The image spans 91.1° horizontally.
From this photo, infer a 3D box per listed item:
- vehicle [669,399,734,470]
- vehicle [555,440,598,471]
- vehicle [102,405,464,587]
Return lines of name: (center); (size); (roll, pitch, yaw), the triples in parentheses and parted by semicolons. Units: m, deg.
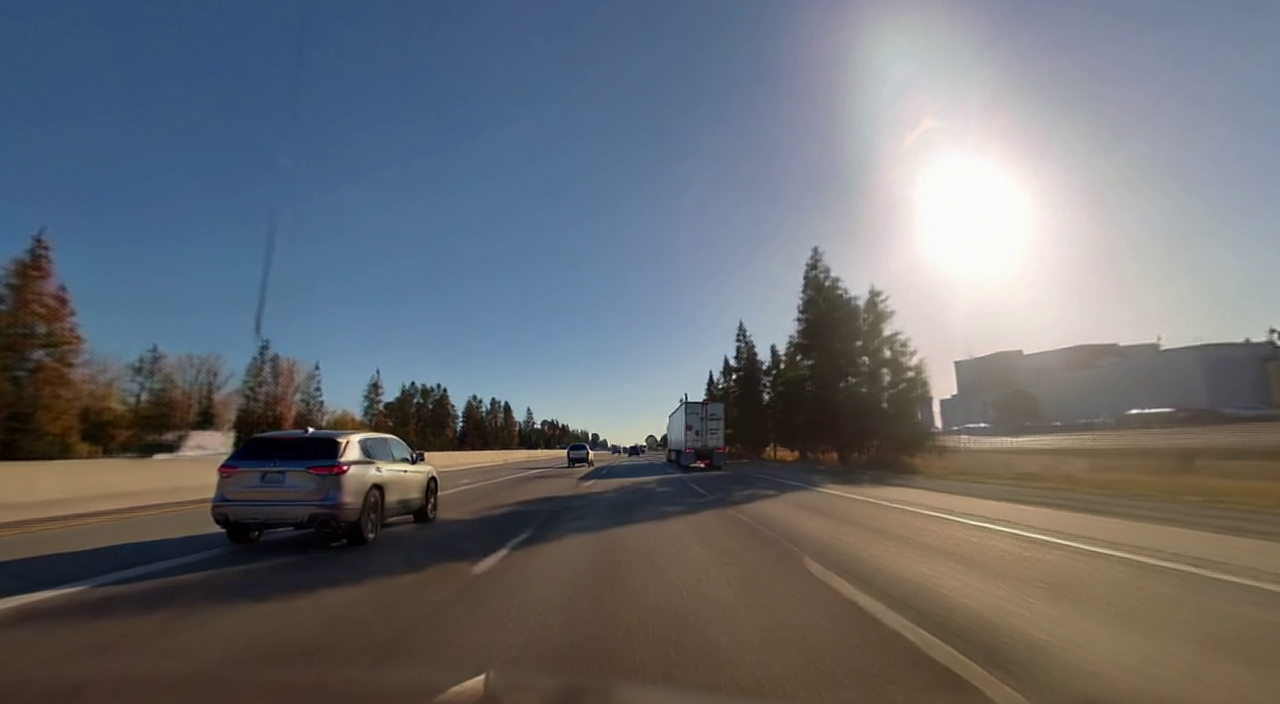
vehicle: (4.053, 6.068, 45.179); (2.998, 4.236, 13.886); (0, -9, -1)
vehicle: (-3.771, 6.288, 38.253); (2.139, 1.716, 4.530); (0, -9, 0)
vehicle: (-4.169, 1.773, 8.569); (2.202, 1.760, 4.617); (0, -9, 0)
